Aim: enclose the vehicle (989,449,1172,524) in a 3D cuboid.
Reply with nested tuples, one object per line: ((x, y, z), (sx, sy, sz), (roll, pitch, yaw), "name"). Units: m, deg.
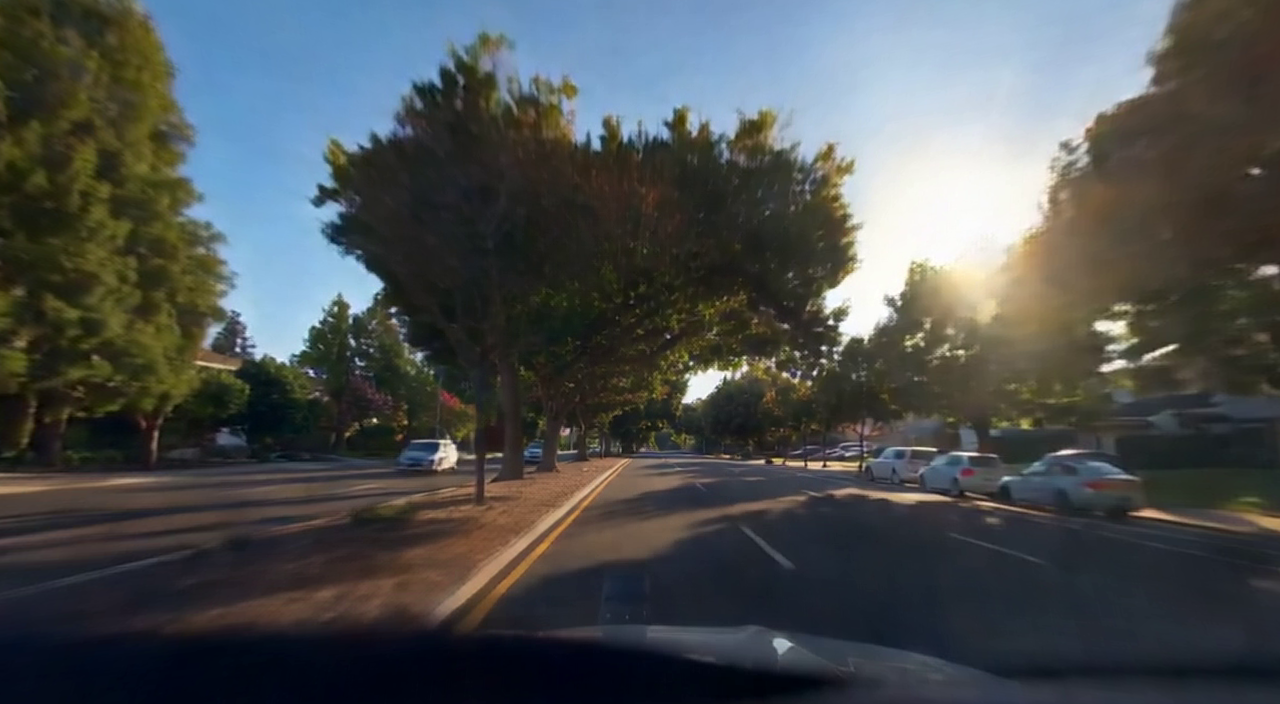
((11.571, 3.491, 16.986), (2.061, 1.575, 4.098), (4, -8, 1), "vehicle")

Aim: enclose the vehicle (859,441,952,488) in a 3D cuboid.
((11.844, 4.999, 28.552), (2.178, 1.858, 4.726), (2, -8, 0), "vehicle")

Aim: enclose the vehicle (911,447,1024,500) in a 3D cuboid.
((11.667, 4.297, 22.783), (1.869, 1.522, 4.295), (4, -8, 1), "vehicle")

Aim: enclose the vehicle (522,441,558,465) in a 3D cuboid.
((-7.136, 7.214, 45.345), (1.934, 1.619, 3.991), (0, -8, 0), "vehicle")

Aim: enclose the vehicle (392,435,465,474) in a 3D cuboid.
((-10.983, 5.343, 33.196), (2.176, 1.896, 4.800), (0, -8, 0), "vehicle")
